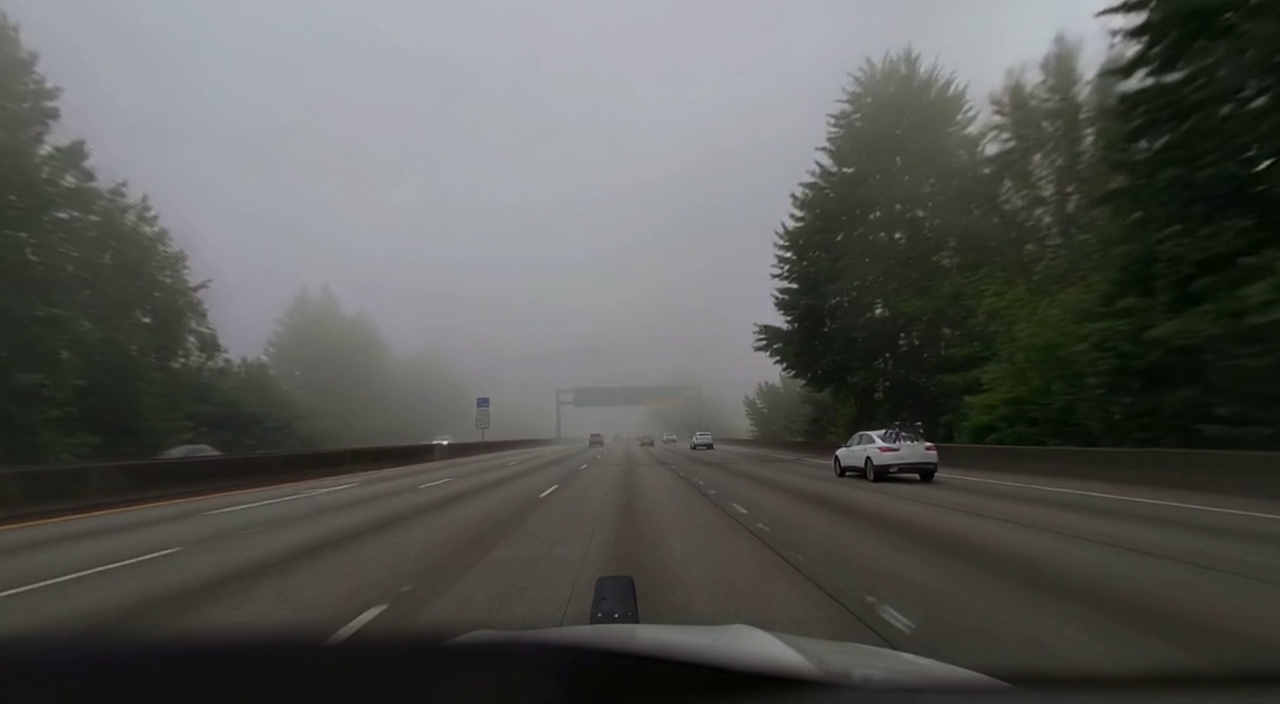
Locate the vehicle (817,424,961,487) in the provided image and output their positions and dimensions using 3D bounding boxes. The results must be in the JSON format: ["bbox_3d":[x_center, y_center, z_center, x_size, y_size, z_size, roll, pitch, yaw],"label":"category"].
[{"bbox_3d":[6.803,2.846,17.888,2.034,1.511,4.785,0,-7,-1],"label":"vehicle"}]

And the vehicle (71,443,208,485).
[{"bbox_3d":[-21.106,4.693,26.896,1.867,1.496,5.001,0,-7,-1],"label":"vehicle"}]
